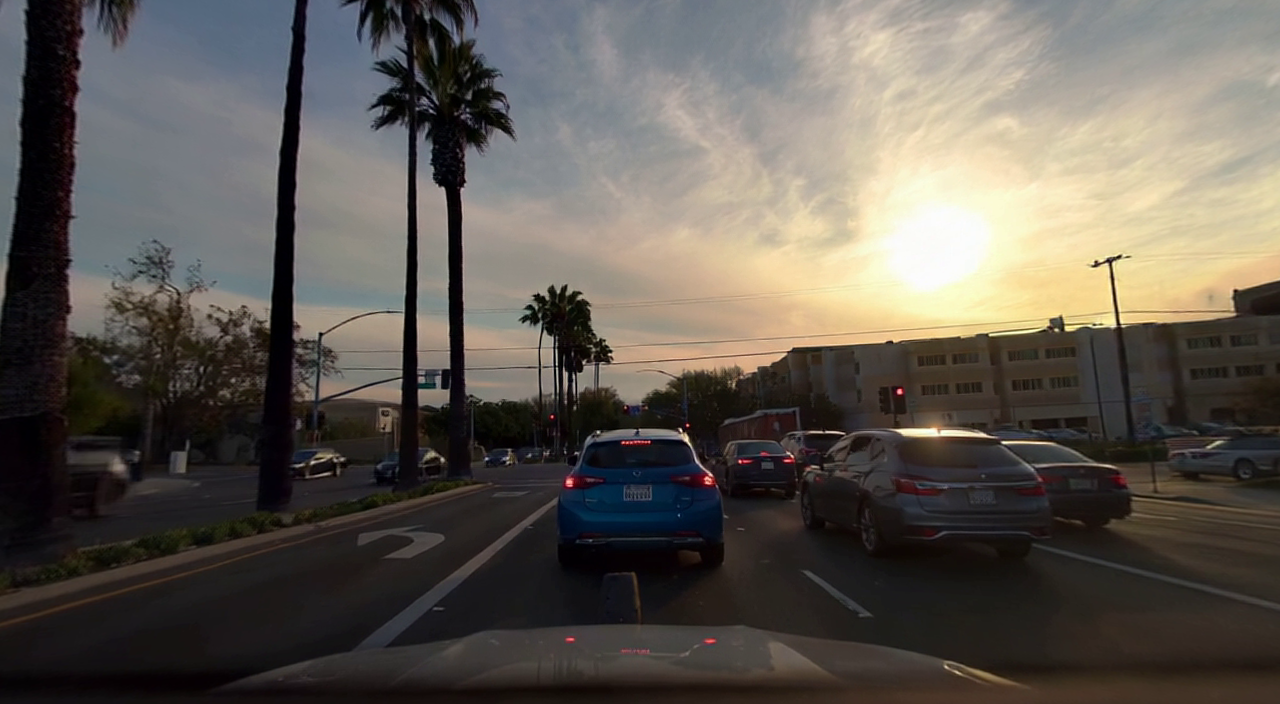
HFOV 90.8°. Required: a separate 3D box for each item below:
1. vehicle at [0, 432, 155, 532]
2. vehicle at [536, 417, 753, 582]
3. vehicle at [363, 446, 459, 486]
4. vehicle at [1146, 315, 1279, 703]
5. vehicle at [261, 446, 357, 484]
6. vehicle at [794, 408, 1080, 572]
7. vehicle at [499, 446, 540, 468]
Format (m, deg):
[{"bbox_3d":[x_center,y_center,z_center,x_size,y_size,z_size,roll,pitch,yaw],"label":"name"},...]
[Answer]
[{"bbox_3d":[-12.593,2.533,12.640,2.180,1.776,4.521,0,-9,-1],"label":"vehicle"},{"bbox_3d":[0.033,1.729,8.164,2.083,1.572,4.021,0,-9,0],"label":"vehicle"},{"bbox_3d":[-9.180,4.602,25.813,2.168,1.462,4.505,0,-9,1],"label":"vehicle"},{"bbox_3d":[3.393,0.471,0.258,2.171,1.806,5.058,0,-9,0],"label":"vehicle"},{"bbox_3d":[-16.416,5.582,31.646,2.167,1.737,4.824,0,-9,0],"label":"vehicle"},{"bbox_3d":[3.665,1.776,8.840,1.947,1.725,4.159,0,-9,0],"label":"vehicle"},{"bbox_3d":[-8.625,7.574,45.595,1.975,1.478,4.670,0,-9,0],"label":"vehicle"}]
